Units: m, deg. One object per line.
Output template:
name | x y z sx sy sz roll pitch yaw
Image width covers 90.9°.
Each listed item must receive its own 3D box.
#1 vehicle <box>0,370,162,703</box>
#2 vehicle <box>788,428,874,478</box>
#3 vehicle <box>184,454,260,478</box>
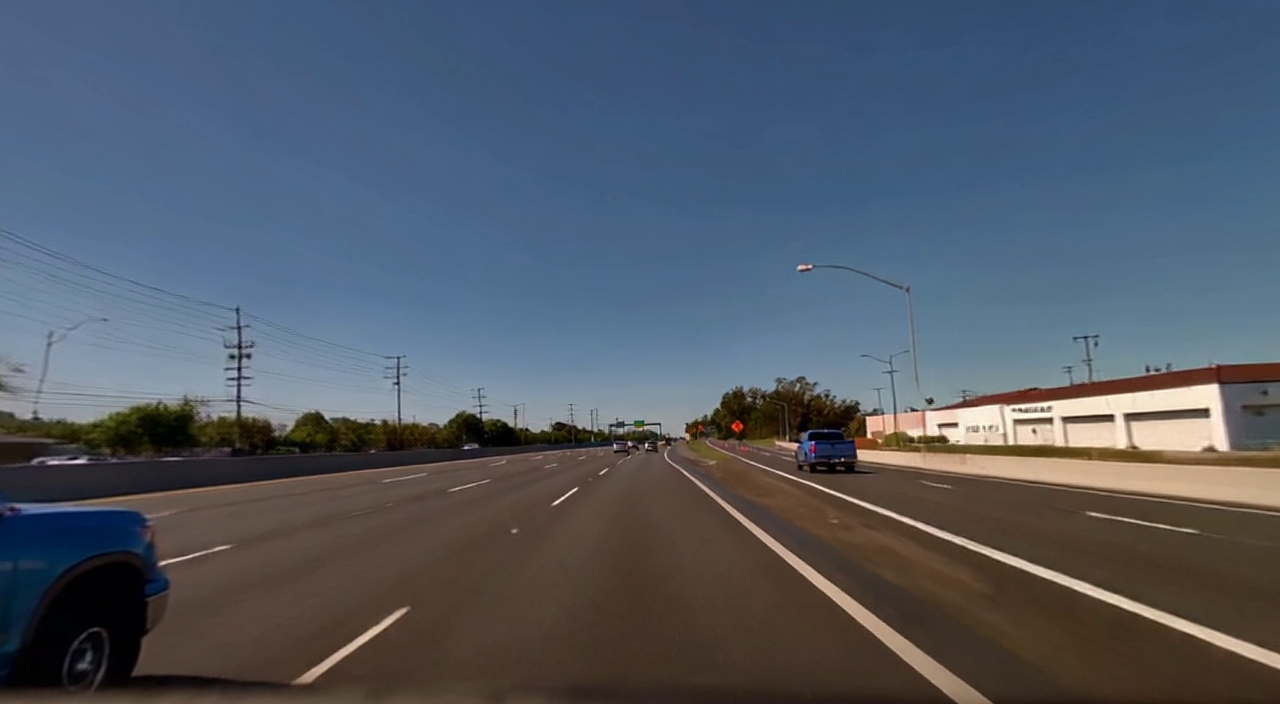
vehicle | -3.615 0.685 1.145 2.001 1.619 4.445 0 -8 0
vehicle | 7.679 4.118 26.017 2.186 1.840 5.289 -1 -8 4
vehicle | -28.409 7.722 43.046 1.855 1.469 4.736 0 -8 1
